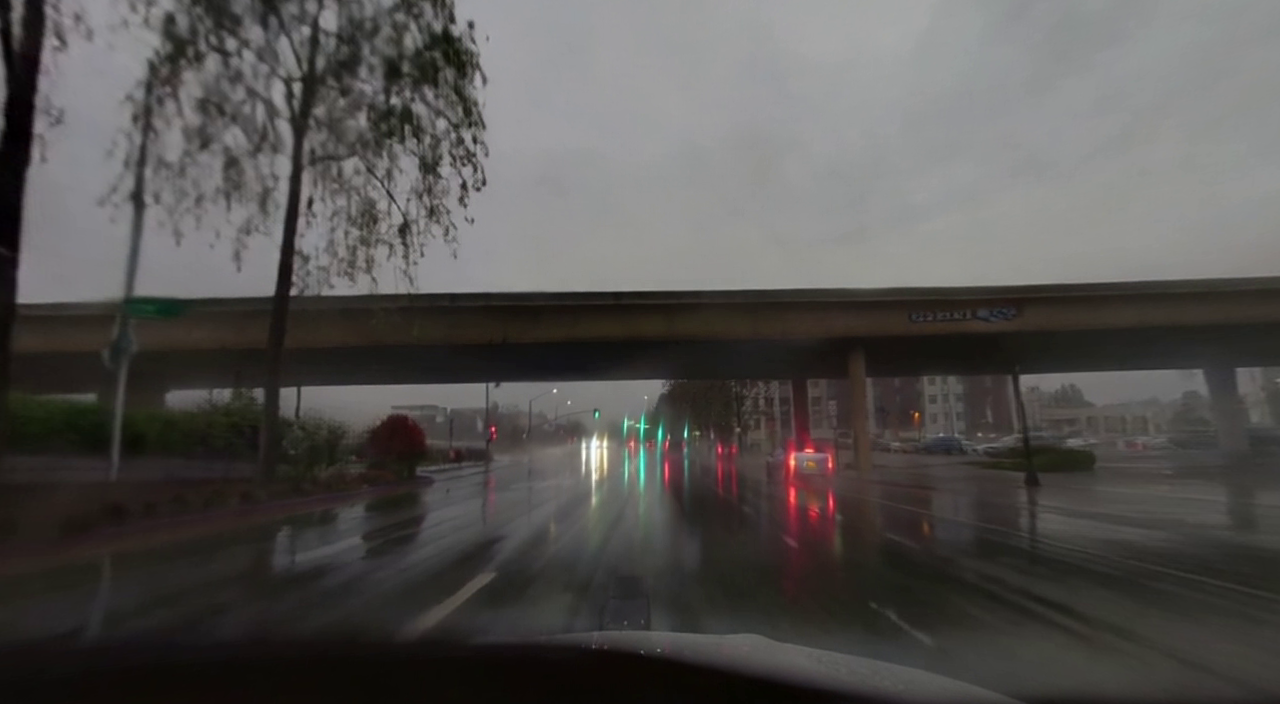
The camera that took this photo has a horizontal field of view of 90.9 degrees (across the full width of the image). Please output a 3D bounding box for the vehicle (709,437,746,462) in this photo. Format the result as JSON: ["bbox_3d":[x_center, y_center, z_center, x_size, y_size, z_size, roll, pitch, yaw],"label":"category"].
[{"bbox_3d":[6.874,7.709,49.911,2.154,1.915,4.908,0,-9,-1],"label":"vehicle"}]

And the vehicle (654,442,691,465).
[{"bbox_3d":[2.111,6.757,42.003,2.280,1.475,4.051,0,-9,0],"label":"vehicle"}]

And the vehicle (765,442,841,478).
[{"bbox_3d":[7.043,4.690,27.720,2.035,1.435,4.481,0,-9,-1],"label":"vehicle"}]
